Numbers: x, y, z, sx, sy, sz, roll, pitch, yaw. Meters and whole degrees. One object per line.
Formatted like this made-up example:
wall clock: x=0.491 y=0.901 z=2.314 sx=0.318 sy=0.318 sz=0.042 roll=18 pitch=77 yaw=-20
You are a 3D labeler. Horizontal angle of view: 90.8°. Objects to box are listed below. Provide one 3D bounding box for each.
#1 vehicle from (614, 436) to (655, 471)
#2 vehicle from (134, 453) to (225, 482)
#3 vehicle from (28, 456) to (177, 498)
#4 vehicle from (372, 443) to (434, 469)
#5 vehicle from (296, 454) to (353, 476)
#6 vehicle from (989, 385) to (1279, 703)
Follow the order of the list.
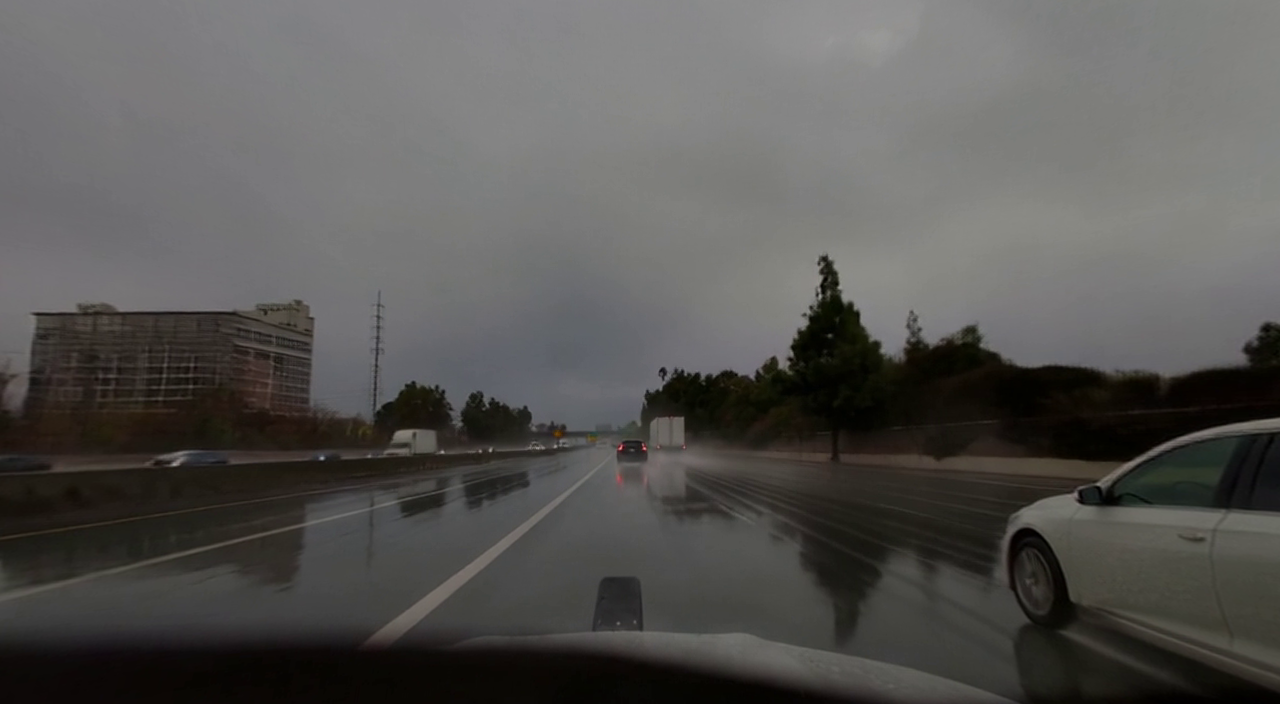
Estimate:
vehicle: x=-0.356 y=6.038 z=37.761 sx=2.297 sy=1.912 sz=4.355 roll=0 pitch=-9 yaw=-1
vehicle: x=-26.002 y=6.523 z=35.898 sx=1.859 sy=1.483 sz=4.494 roll=0 pitch=-9 yaw=-1
vehicle: x=-22.231 y=5.164 z=26.446 sx=2.087 sy=1.499 sz=4.726 roll=0 pitch=-9 yaw=0
vehicle: x=-18.341 y=8.077 z=49.294 sx=2.356 sy=1.839 sz=6.133 roll=-1 pitch=-9 yaw=2
vehicle: x=-22.416 y=8.054 z=45.082 sx=1.810 sy=1.425 sz=4.316 roll=0 pitch=-9 yaw=0
vehicle: x=3.735 y=0.937 z=2.676 sx=1.950 sy=1.596 sz=4.326 roll=0 pitch=-9 yaw=-1
